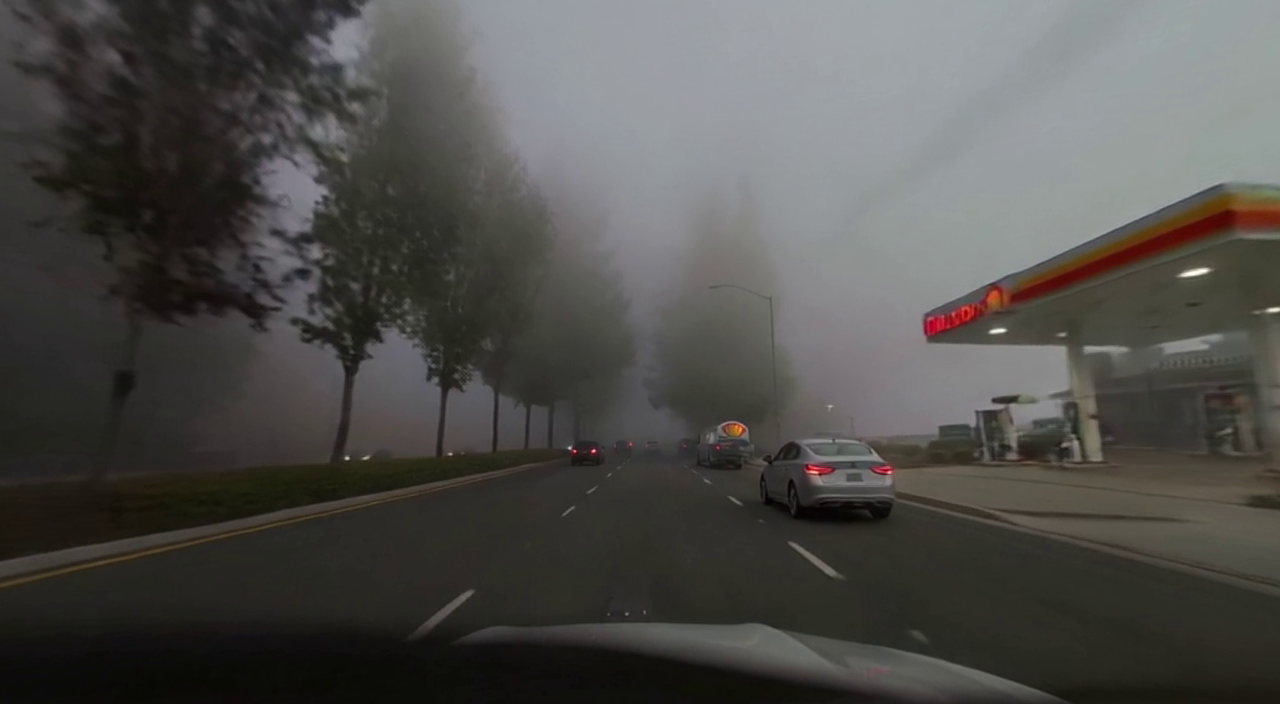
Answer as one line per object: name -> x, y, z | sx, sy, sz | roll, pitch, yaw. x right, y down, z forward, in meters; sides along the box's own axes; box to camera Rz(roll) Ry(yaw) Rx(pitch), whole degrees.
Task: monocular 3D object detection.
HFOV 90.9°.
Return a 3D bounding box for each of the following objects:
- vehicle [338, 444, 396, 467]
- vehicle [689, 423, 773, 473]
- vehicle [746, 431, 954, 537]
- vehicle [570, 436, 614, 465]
vehicle -> -21.096, 7.971, 48.913 | 2.106, 1.660, 4.699 | -1, -8, 4
vehicle -> 4.272, 4.693, 31.056 | 3.245, 2.199, 6.295 | 0, -8, 0
vehicle -> 3.339, 2.195, 11.220 | 2.095, 1.475, 4.686 | 0, -8, 0
vehicle -> -2.945, 6.159, 39.572 | 2.250, 1.713, 4.422 | 0, -8, 2
